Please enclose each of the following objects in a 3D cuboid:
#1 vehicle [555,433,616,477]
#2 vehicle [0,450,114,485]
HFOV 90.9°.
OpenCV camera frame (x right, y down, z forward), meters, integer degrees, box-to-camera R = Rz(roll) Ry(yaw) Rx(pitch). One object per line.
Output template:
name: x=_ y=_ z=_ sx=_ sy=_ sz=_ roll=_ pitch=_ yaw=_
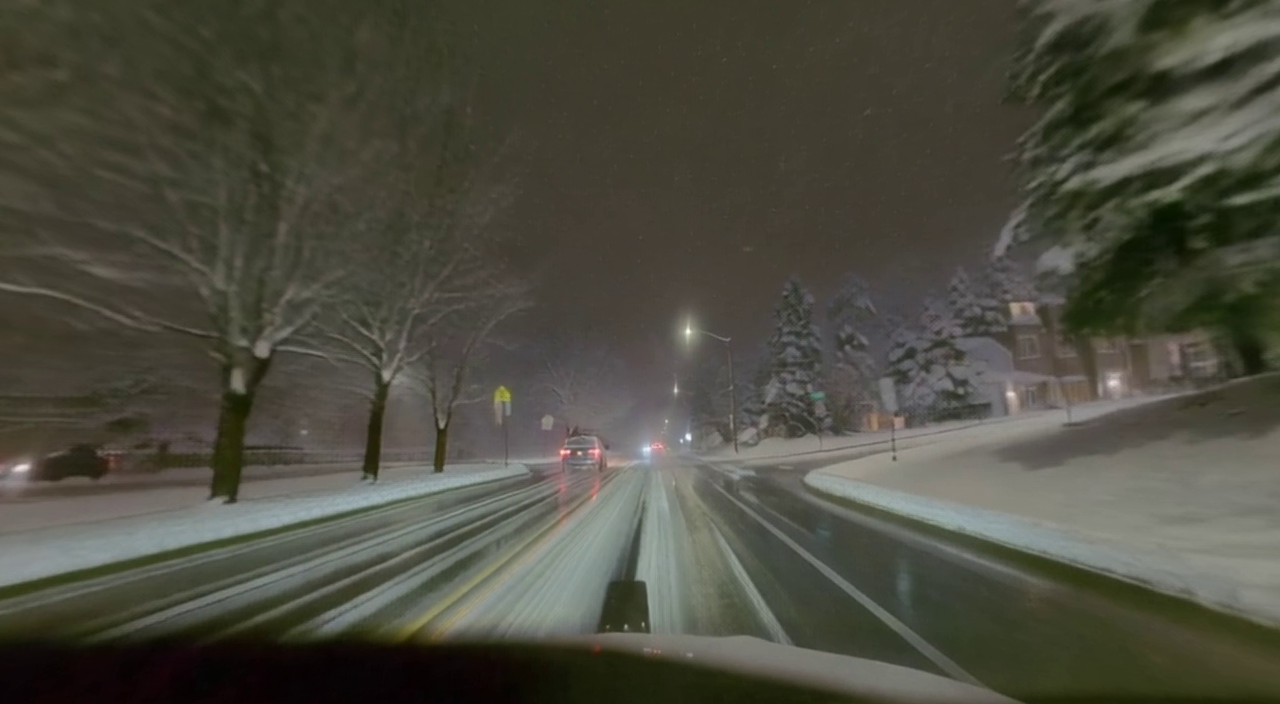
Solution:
vehicle: x=-2.185 y=4.300 z=26.591 sx=2.016 sy=1.694 sz=4.335 roll=0 pitch=-8 yaw=2
vehicle: x=-28.537 y=5.515 z=30.514 sx=1.866 sy=1.479 sz=4.731 roll=-1 pitch=-8 yaw=4
